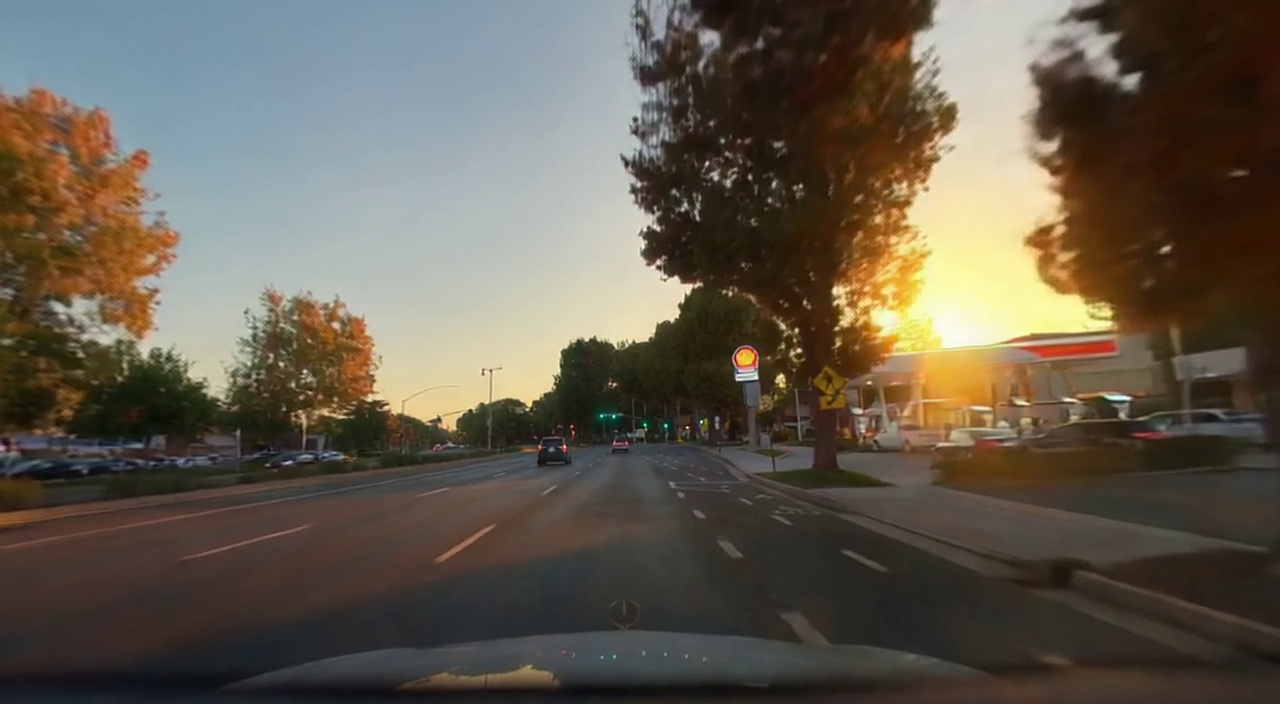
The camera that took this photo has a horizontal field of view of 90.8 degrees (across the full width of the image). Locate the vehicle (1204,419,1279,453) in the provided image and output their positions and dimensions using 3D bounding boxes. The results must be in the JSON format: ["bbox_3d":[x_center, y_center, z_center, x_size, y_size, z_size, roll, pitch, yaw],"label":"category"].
[{"bbox_3d":[27.076,3.583,26.871,4.127,1.399,1.839,-1,-8,7],"label":"vehicle"}]

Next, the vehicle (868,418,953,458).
[{"bbox_3d":[13.971,4.433,32.761,1.876,1.693,3.562,12,-10,-27],"label":"vehicle"}]

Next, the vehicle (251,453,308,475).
[{"bbox_3d":[-26.824,8.324,47.203,1.802,1.448,4.408,1,-8,-3],"label":"vehicle"}]

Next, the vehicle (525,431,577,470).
[{"bbox_3d":[-4.358,4.905,31.604,1.985,1.772,4.479,0,-8,-1],"label":"vehicle"}]

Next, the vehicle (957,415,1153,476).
[{"bbox_3d":[12.894,2.920,19.883,4.612,1.491,2.061,-4,-7,1],"label":"vehicle"}]
